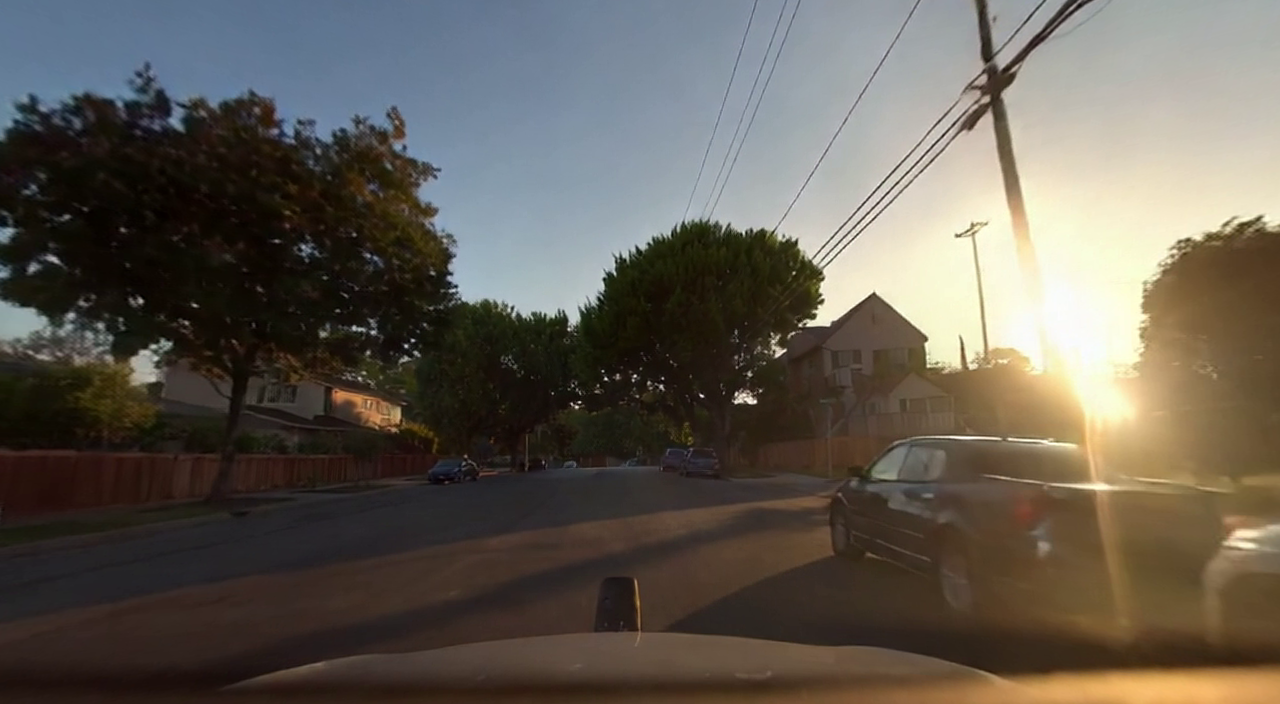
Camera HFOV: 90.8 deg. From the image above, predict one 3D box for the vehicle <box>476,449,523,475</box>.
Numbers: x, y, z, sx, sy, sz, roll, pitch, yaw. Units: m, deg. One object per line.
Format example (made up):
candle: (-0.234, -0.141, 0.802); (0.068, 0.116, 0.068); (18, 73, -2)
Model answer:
vehicle: (-9.189, 7.223, 41.783); (2.027, 1.584, 4.476); (0, -9, 1)

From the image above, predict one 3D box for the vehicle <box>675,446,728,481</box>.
vehicle: (2.899, 5.343, 30.533); (1.927, 1.529, 4.144); (0, -9, -3)

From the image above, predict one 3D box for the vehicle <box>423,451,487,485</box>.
vehicle: (-8.841, 5.548, 30.562); (1.937, 1.427, 4.510); (0, -9, -3)

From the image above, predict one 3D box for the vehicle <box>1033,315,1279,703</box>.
vehicle: (3.145, 0.602, 1.089); (1.928, 1.751, 4.537); (0, -9, -1)
